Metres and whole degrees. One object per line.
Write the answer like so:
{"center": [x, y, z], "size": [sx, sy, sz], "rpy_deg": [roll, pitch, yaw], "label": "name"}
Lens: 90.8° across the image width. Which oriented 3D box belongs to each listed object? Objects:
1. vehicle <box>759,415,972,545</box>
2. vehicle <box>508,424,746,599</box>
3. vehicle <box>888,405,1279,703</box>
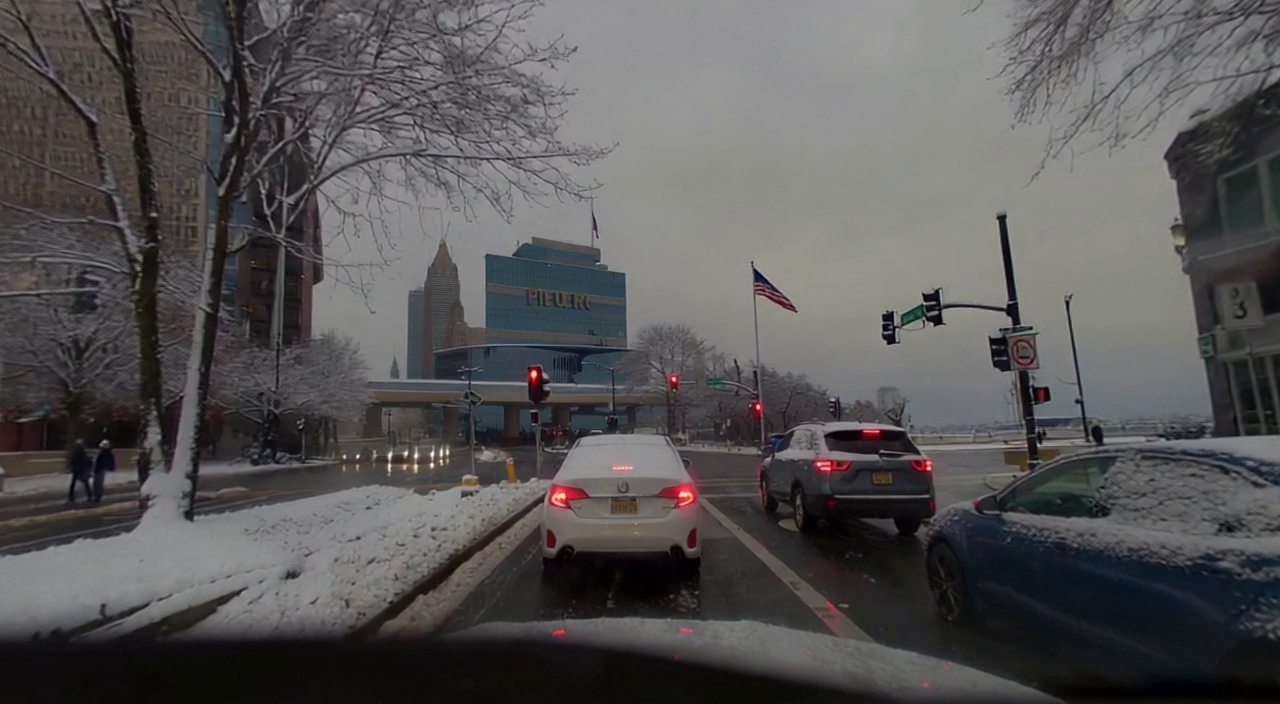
{"center": [3.506, 2.085, 10.952], "size": [1.978, 1.738, 4.599], "rpy_deg": [0, -8, 0], "label": "vehicle"}
{"center": [-0.119, 1.694, 7.521], "size": [2.096, 1.521, 3.747], "rpy_deg": [0, -8, 0], "label": "vehicle"}
{"center": [3.375, 1.172, 3.993], "size": [1.833, 1.465, 4.258], "rpy_deg": [0, -8, -1], "label": "vehicle"}
